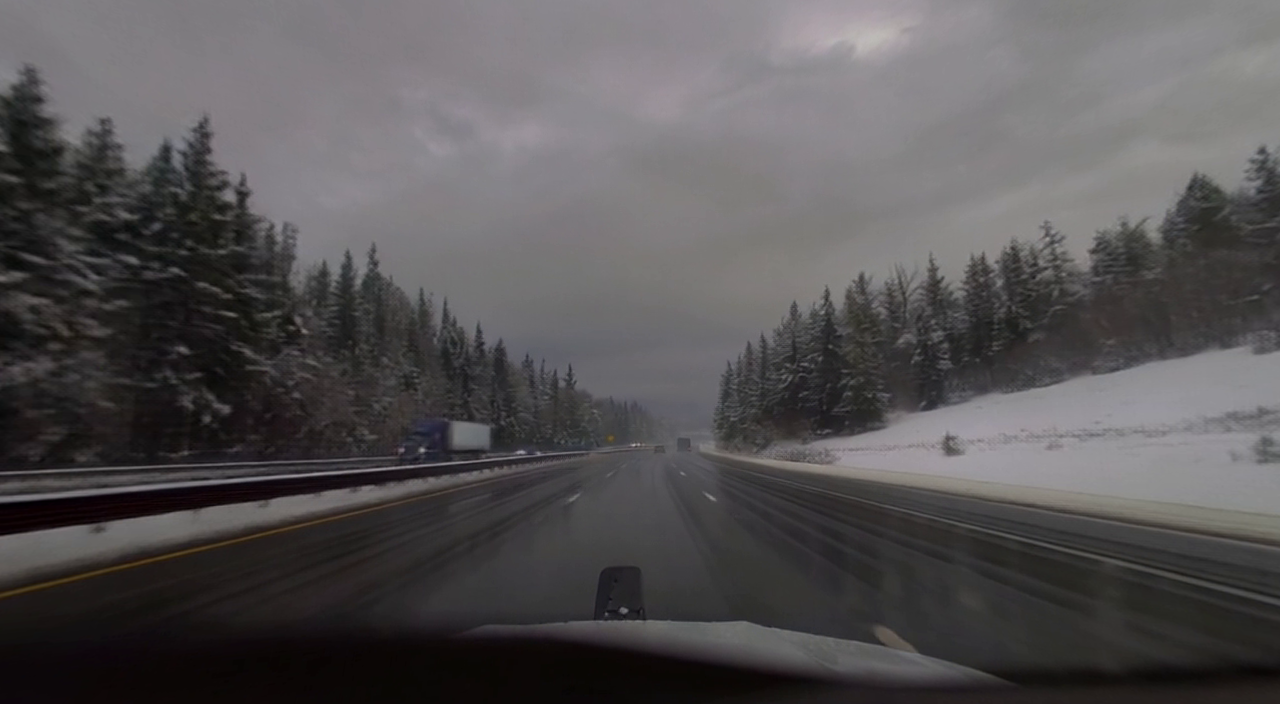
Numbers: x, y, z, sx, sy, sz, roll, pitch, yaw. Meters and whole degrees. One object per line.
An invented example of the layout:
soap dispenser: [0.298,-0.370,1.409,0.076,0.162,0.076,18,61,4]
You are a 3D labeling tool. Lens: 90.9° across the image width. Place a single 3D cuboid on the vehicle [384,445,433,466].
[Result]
vehicle: [-17.491,7.850,47.801,1.887,1.510,4.466,-1,-9,2]
